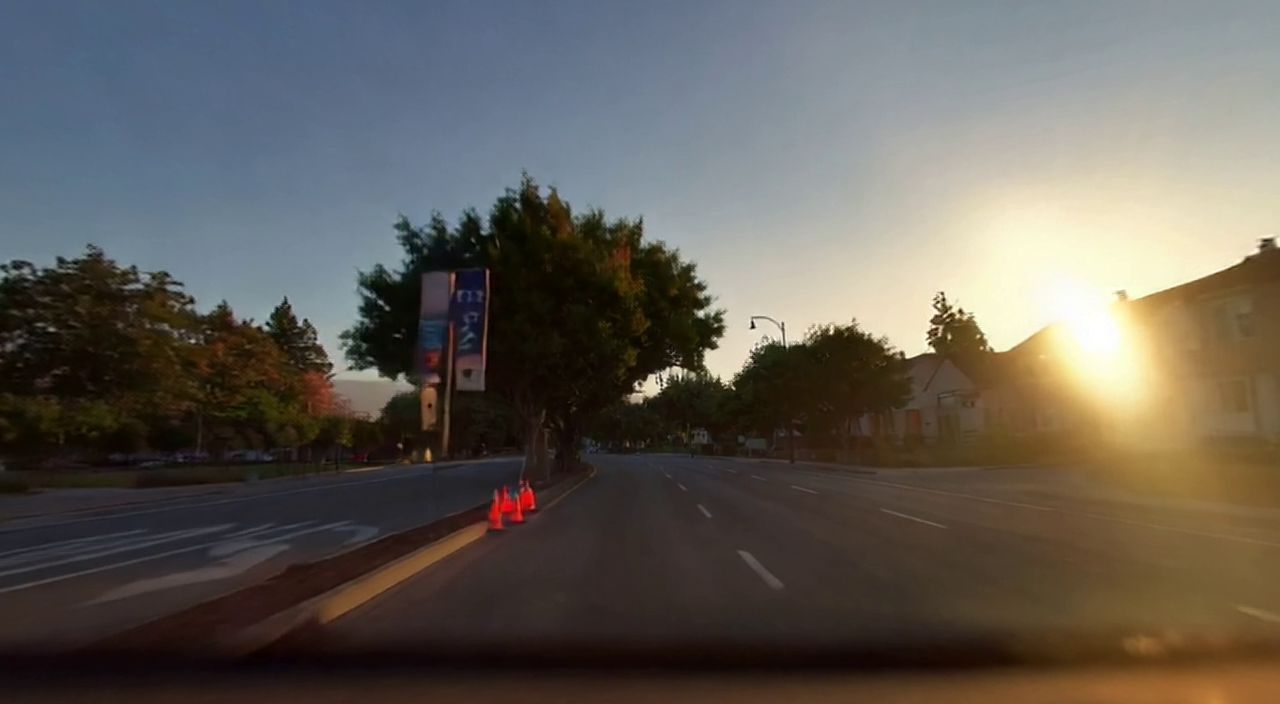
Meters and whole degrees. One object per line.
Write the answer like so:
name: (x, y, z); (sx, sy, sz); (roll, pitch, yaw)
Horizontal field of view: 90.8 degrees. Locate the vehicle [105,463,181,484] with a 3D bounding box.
vehicle: (-33.695, 8.233, 42.928); (3.512, 1.321, 1.874); (0, -8, -4)
